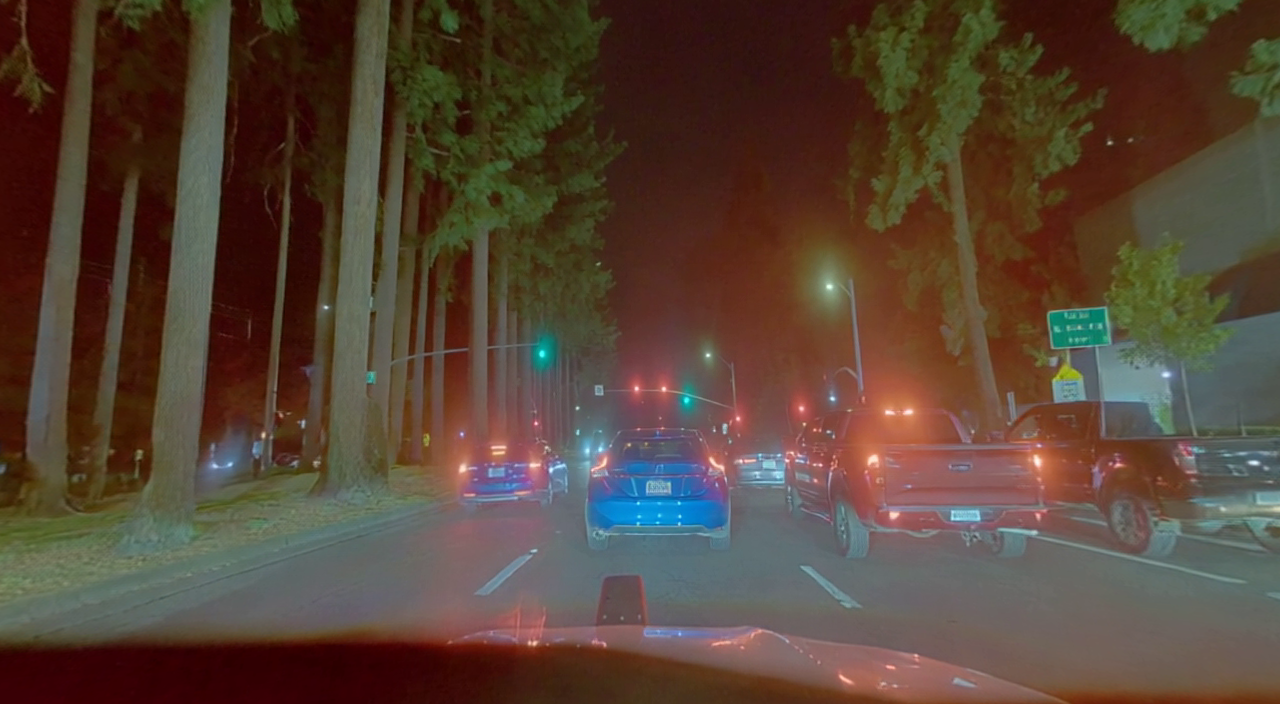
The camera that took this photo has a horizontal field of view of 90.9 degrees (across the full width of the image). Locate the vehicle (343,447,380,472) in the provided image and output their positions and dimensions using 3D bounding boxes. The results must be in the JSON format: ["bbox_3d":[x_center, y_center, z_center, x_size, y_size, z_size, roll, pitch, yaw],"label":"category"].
[{"bbox_3d":[-19.327,7.421,43.888,2.026,1.587,4.608,3,-9,-20],"label":"vehicle"}]

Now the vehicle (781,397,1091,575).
[{"bbox_3d":[3.389,1.633,8.395,2.099,1.725,4.290,0,-8,2],"label":"vehicle"}]

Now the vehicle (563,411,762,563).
[{"bbox_3d":[0.248,1.778,8.977,2.168,1.641,4.039,0,-8,0],"label":"vehicle"}]

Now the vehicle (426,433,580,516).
[{"bbox_3d":[-2.727,2.608,14.056,2.133,1.496,5.150,0,-8,2],"label":"vehicle"}]
